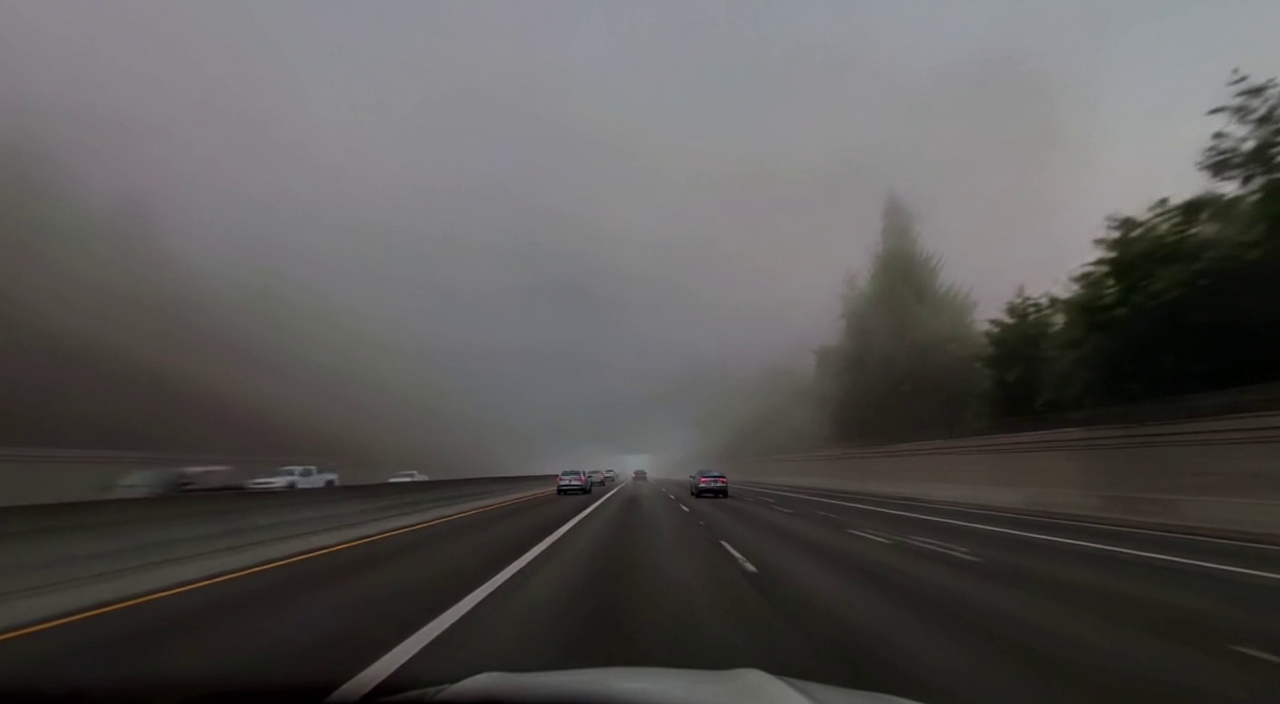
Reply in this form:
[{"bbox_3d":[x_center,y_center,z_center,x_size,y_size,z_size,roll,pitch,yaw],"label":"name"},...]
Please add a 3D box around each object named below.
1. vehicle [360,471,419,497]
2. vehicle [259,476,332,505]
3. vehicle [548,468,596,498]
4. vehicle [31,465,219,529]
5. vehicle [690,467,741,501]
[{"bbox_3d":[-16.197,8.515,40.947,1.915,1.516,4.500,0,-11,1],"label":"vehicle"},{"bbox_3d":[-19.848,7.978,36.555,1.776,1.445,4.442,1,-11,-1],"label":"vehicle"},{"bbox_3d":[-3.589,6.997,33.969,2.004,1.468,4.812,0,-11,0],"label":"vehicle"},{"bbox_3d":[-13.064,3.668,16.336,1.746,1.428,3.636,1,-11,0],"label":"vehicle"},{"bbox_3d":[3.644,6.478,31.201,1.981,1.516,4.109,1,-11,-1],"label":"vehicle"}]
